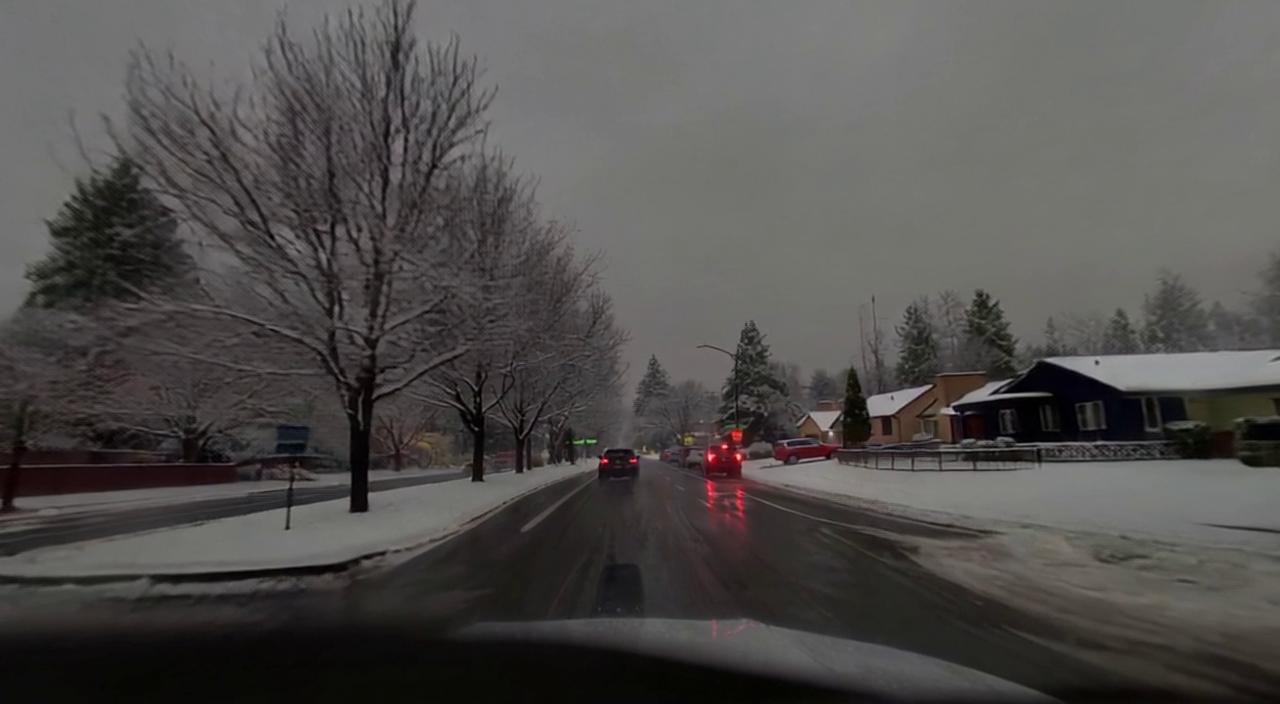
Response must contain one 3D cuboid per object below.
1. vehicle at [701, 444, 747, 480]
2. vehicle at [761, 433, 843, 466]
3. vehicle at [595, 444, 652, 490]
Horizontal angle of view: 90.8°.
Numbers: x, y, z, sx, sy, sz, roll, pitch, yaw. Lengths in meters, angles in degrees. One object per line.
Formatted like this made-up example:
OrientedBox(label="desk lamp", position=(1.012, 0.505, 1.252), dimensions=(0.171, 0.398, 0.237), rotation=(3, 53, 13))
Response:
OrientedBox(label="vehicle", position=(4.381, 5.797, 33.597), dimensions=(2.045, 1.776, 4.851), rotation=(0, -8, 3))
OrientedBox(label="vehicle", position=(10.945, 6.643, 43.054), dimensions=(4.919, 1.886, 2.086), rotation=(-3, -9, 1))
OrientedBox(label="vehicle", position=(-0.603, 4.494, 25.053), dimensions=(2.106, 1.655, 3.717), rotation=(0, -8, 0))
